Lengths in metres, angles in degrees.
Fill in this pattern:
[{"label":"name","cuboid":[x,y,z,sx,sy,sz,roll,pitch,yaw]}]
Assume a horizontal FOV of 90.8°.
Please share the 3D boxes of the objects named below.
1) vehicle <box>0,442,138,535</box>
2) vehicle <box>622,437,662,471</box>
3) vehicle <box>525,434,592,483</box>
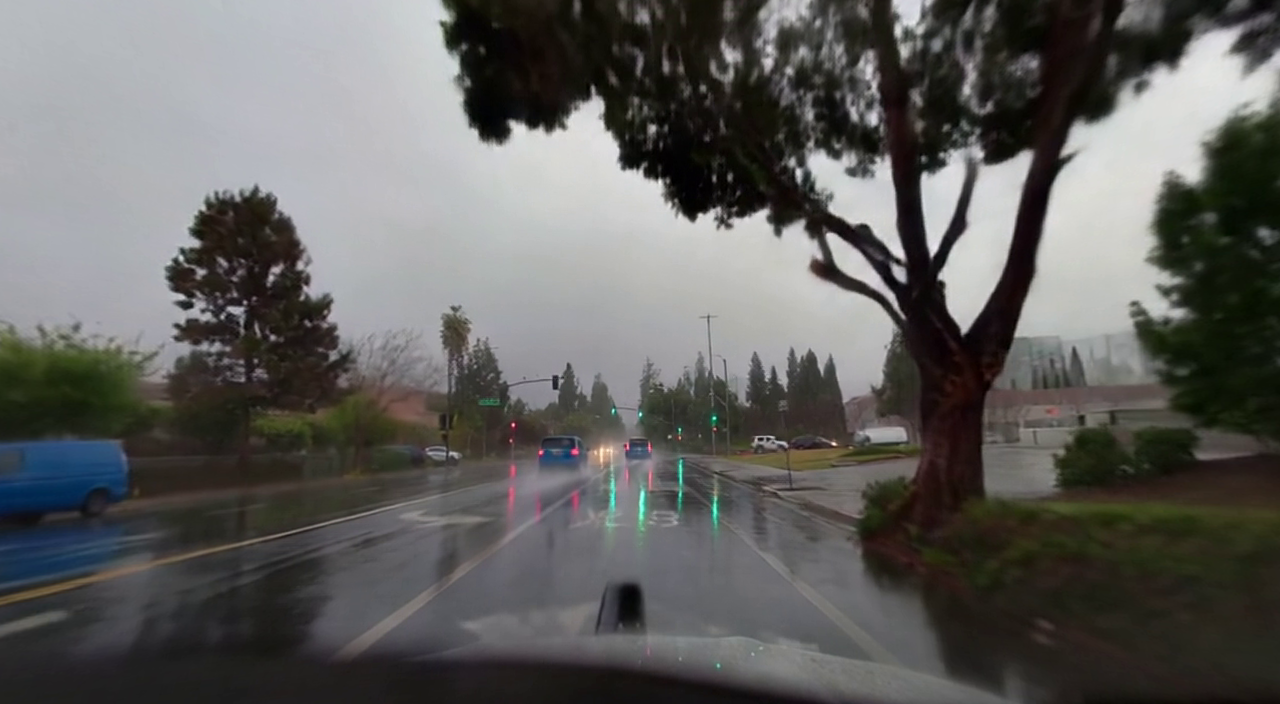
[{"label":"vehicle","cuboid":[-14.033,2.940,13.936,1.996,1.886,4.692,0,-8,0]},{"label":"vehicle","cuboid":[0.055,5.668,35.315,2.088,1.735,4.801,0,-8,-1]},{"label":"vehicle","cuboid":[-3.121,4.185,25.133,2.097,1.755,4.336,0,-8,0]}]
